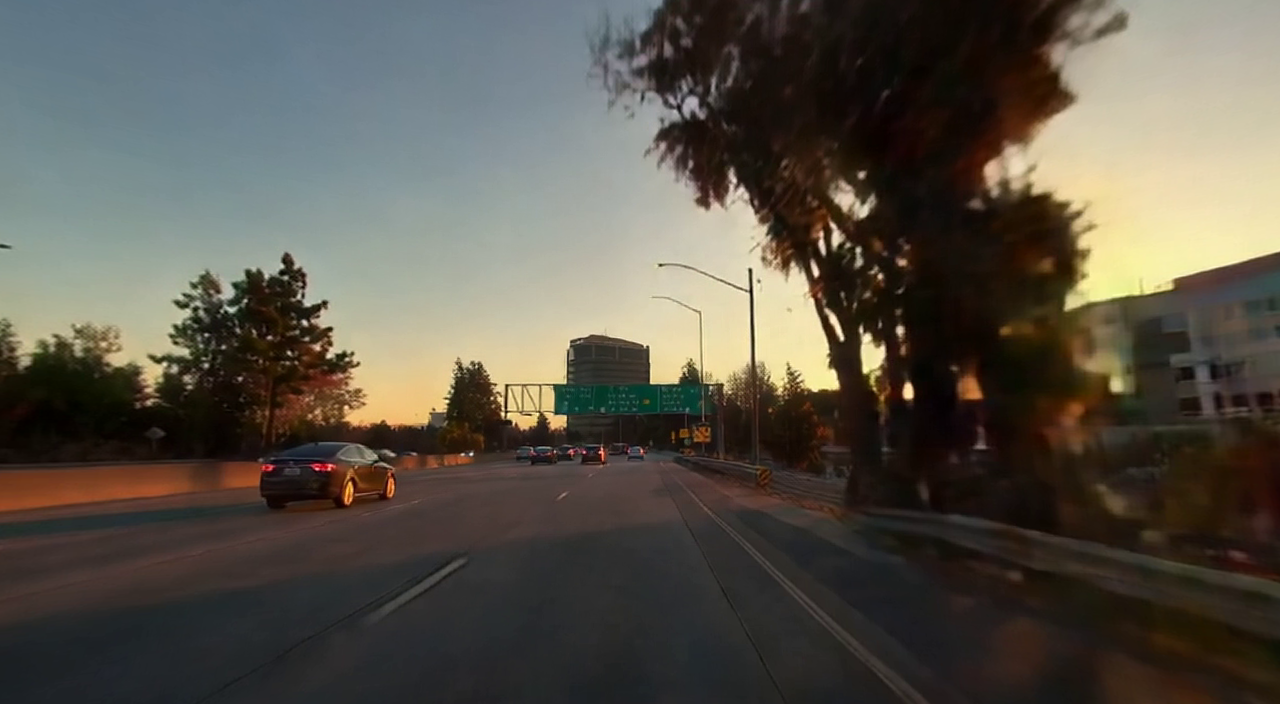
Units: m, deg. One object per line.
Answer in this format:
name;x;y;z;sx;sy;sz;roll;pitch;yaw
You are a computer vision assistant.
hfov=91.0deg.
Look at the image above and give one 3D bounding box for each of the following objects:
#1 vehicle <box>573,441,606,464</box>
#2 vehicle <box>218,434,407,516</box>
vehicle;-3.922;7.889;49.478;2.158;1.717;4.375;0;-9;1
vehicle;-7.565;2.864;15.219;2.071;1.661;4.540;0;-9;0
